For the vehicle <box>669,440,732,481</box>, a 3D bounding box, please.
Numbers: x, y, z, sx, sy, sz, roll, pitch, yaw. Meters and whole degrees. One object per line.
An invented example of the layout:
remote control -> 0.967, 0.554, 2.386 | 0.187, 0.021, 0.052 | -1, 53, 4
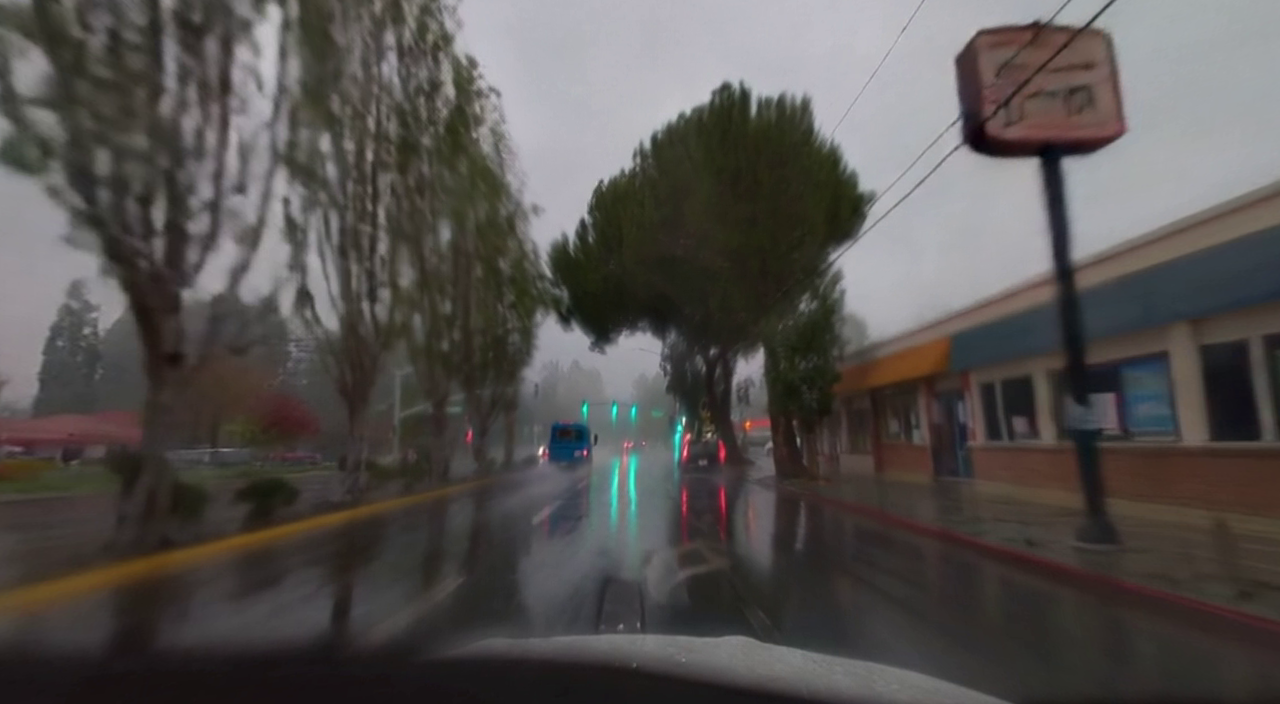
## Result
vehicle -> 2.304, 4.258, 25.016 | 2.103, 1.487, 4.101 | 0, -9, 0

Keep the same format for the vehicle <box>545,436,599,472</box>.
vehicle -> -3.505, 5.385, 33.519 | 2.464, 1.777, 5.128 | 0, -9, -2
